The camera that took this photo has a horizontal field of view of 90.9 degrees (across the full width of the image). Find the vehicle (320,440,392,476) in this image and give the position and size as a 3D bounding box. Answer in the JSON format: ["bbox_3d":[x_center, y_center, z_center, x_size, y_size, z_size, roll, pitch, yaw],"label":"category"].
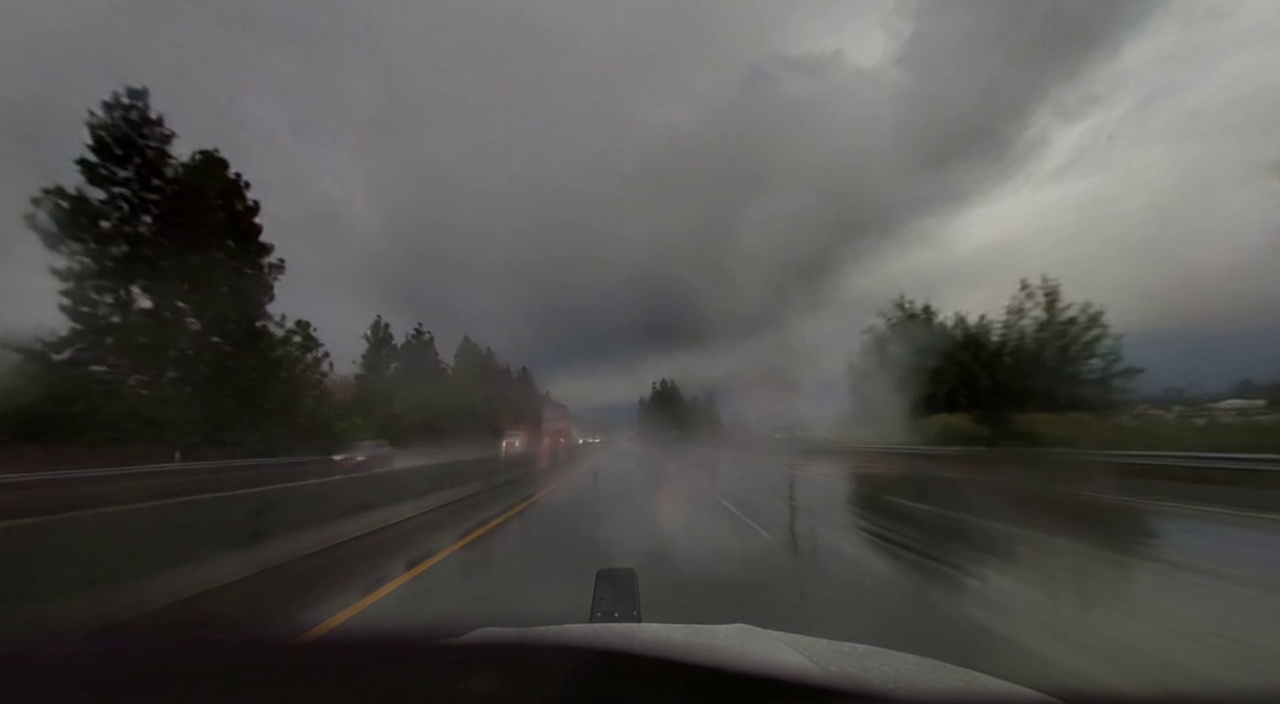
[{"bbox_3d":[-13.410,5.008,30.003,1.772,1.608,3.389,0,-8,1],"label":"vehicle"}]
